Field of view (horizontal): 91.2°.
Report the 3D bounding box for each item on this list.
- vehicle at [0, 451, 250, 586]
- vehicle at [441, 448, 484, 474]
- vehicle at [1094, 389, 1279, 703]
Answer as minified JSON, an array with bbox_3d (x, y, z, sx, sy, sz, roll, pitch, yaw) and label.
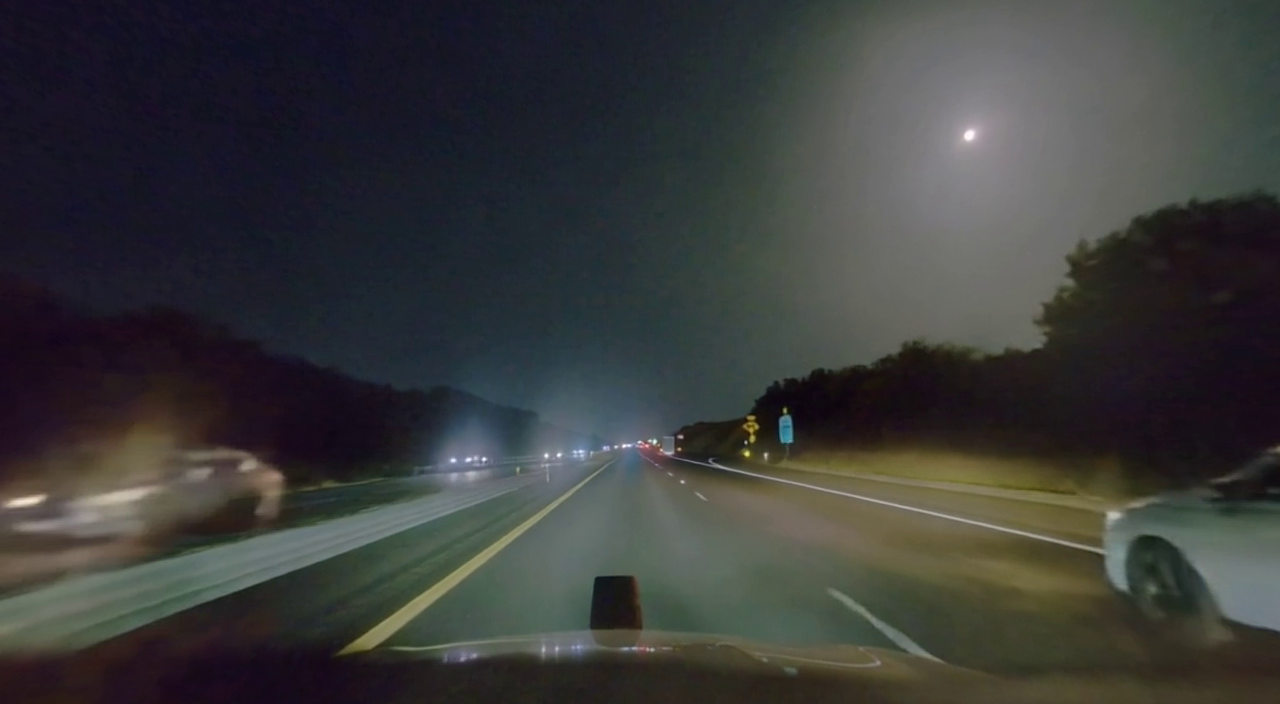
[{"bbox_3d":[-8.456,2.344,9.709,1.932,1.559,4.173,-1,-9,4],"label":"vehicle"},{"bbox_3d":[-13.587,8.362,48.267,2.110,1.813,4.799,0,-9,-3],"label":"vehicle"},{"bbox_3d":[4.158,0.811,2.108,2.001,1.555,4.098,0,-9,-3],"label":"vehicle"}]
